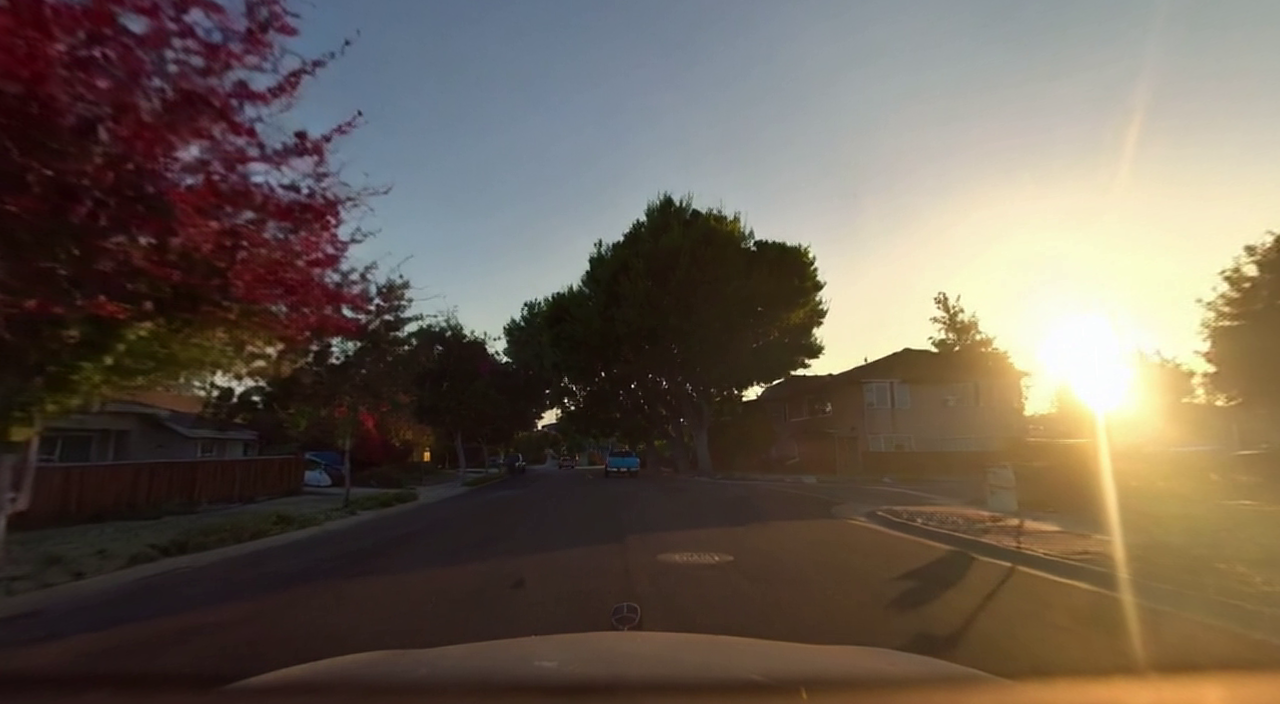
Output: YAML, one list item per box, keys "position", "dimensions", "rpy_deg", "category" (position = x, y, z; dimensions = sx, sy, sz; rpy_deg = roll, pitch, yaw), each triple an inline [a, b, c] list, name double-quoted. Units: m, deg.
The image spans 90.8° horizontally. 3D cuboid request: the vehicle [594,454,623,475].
- position: [-2.411, 8.481, 47.879]
  dimensions: [2.064, 1.477, 3.968]
  rpy_deg: [1, -9, -4]
  category: "vehicle"
